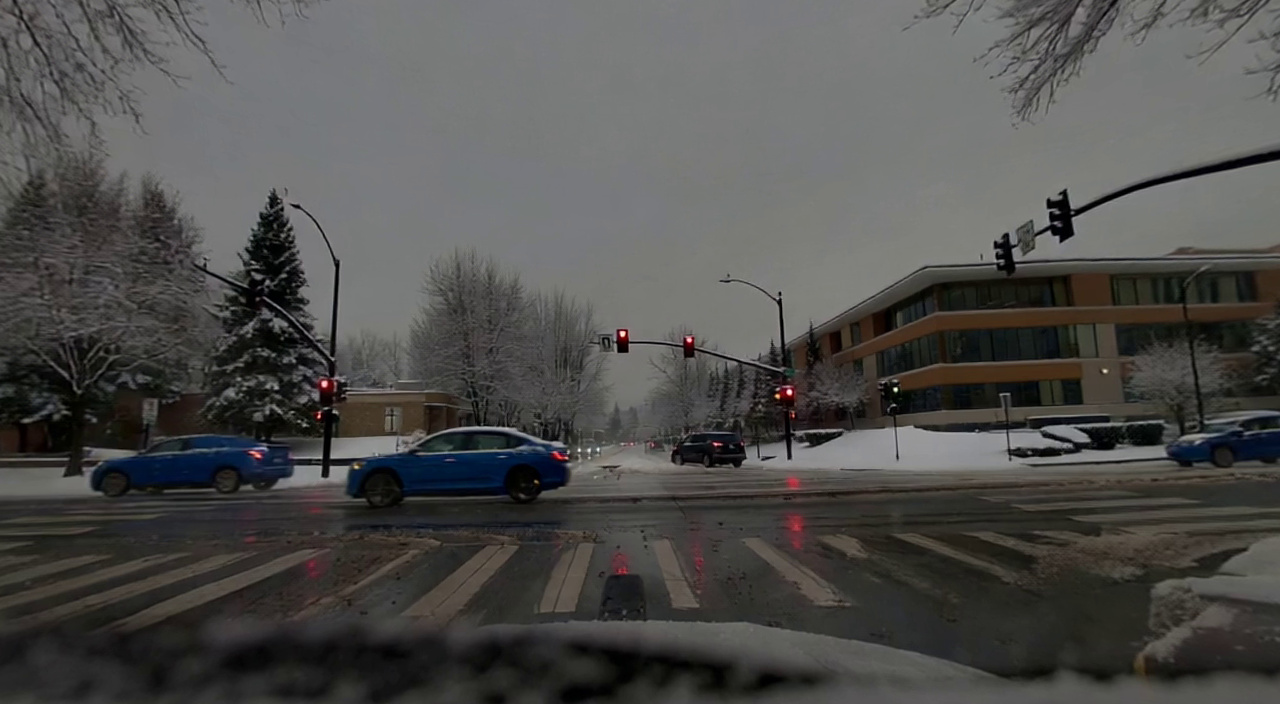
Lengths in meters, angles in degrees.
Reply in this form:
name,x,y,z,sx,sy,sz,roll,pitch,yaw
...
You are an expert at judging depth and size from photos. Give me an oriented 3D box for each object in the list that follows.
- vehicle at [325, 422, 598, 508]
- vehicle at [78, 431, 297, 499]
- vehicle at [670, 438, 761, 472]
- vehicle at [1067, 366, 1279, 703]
name,x,y,z,sx,sy,sz,roll,pitch,yaw
vehicle,-3.675,2.448,13.773,5.369,1.704,1.993,0,-8,1
vehicle,-12.455,3.118,17.532,4.565,1.769,1.940,0,-8,0
vehicle,3.426,4.793,29.429,2.031,1.442,4.446,4,-9,-28
vehicle,2.885,0.678,0.827,1.947,1.576,3.825,0,-8,1
